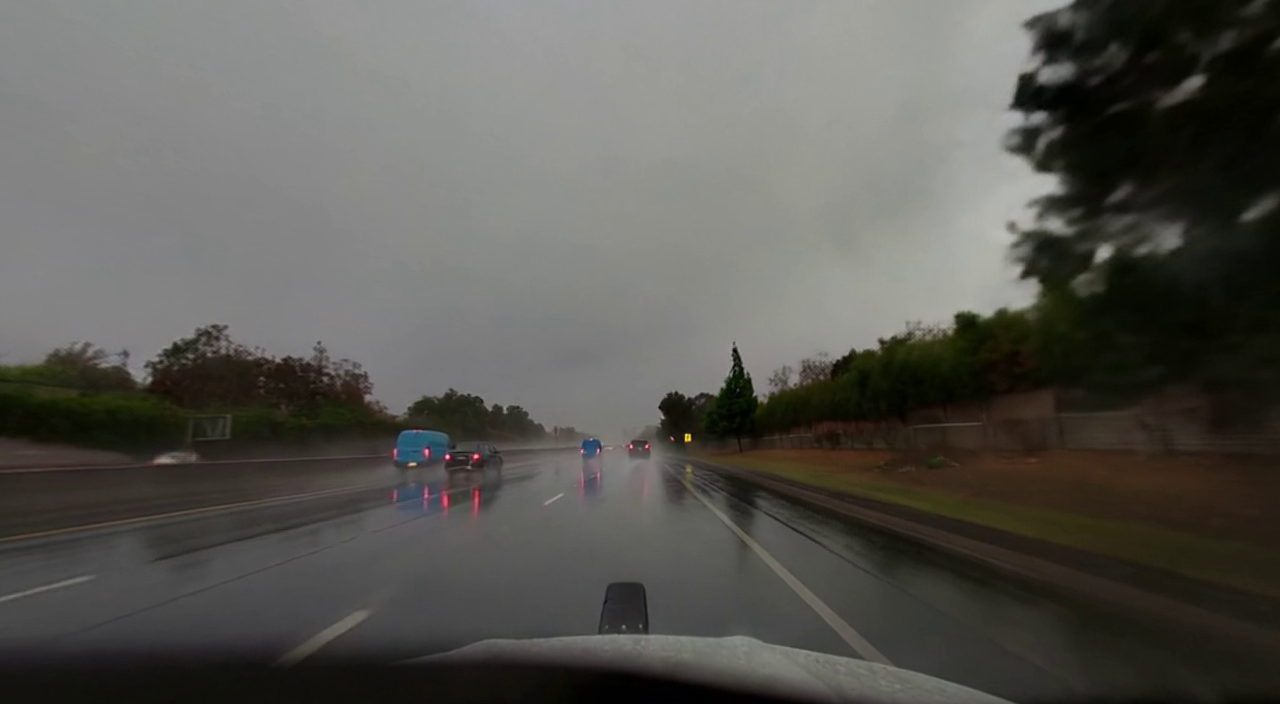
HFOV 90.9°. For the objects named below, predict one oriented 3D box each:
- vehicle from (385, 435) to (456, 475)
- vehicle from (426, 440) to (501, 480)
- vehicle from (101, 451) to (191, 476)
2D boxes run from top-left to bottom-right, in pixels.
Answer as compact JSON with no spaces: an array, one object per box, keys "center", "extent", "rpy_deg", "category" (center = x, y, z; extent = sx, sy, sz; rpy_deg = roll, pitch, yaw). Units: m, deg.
[{"center":[-11.016,5.202,32.067],"extent":[1.977,1.870,4.525],"rpy_deg":[0,-8,0],"category":"vehicle"},{"center":[-7.544,4.637,27.320],"extent":[2.014,1.598,4.015],"rpy_deg":[0,-8,1],"category":"vehicle"},{"center":[-31.687,7.123,40.643],"extent":[2.068,1.476,4.548],"rpy_deg":[0,-8,0],"category":"vehicle"}]
